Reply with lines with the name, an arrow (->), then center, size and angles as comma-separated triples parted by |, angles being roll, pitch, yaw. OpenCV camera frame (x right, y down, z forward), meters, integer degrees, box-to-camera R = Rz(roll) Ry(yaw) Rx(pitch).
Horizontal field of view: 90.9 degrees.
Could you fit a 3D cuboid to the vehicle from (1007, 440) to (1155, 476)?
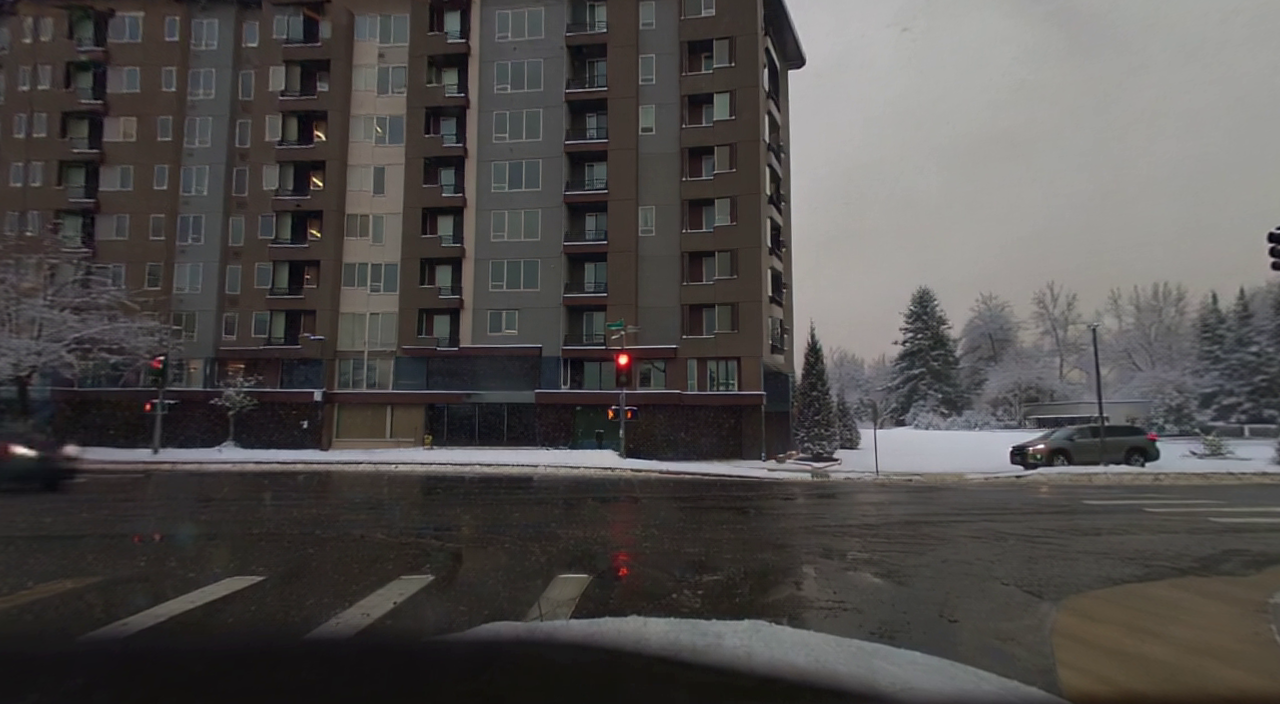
vehicle -> 18.551, 4.465, 26.697 | 4.823, 1.458, 1.914 | 0, -9, -1
